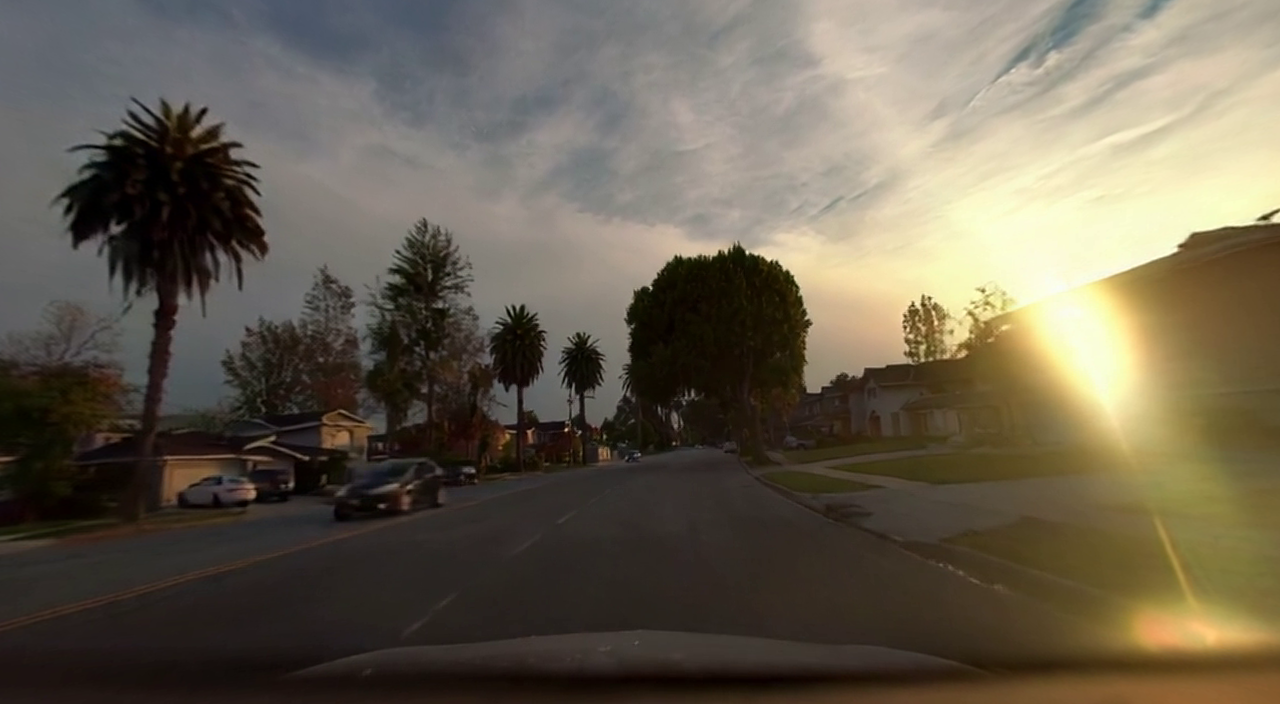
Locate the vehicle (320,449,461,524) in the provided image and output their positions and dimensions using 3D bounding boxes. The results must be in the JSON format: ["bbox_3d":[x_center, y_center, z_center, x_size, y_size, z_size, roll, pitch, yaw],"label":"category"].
[{"bbox_3d":[-6.486,3.482,16.976,1.746,1.503,4.400,-8,-9,2],"label":"vehicle"}]

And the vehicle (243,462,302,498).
[{"bbox_3d":[-21.589,7.482,37.304,2.075,1.846,4.684,3,-9,-19],"label":"vehicle"}]

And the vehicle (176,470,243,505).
[{"bbox_3d":[-22.004,6.863,32.212,4.461,1.477,1.862,-8,-12,44],"label":"vehicle"}]
